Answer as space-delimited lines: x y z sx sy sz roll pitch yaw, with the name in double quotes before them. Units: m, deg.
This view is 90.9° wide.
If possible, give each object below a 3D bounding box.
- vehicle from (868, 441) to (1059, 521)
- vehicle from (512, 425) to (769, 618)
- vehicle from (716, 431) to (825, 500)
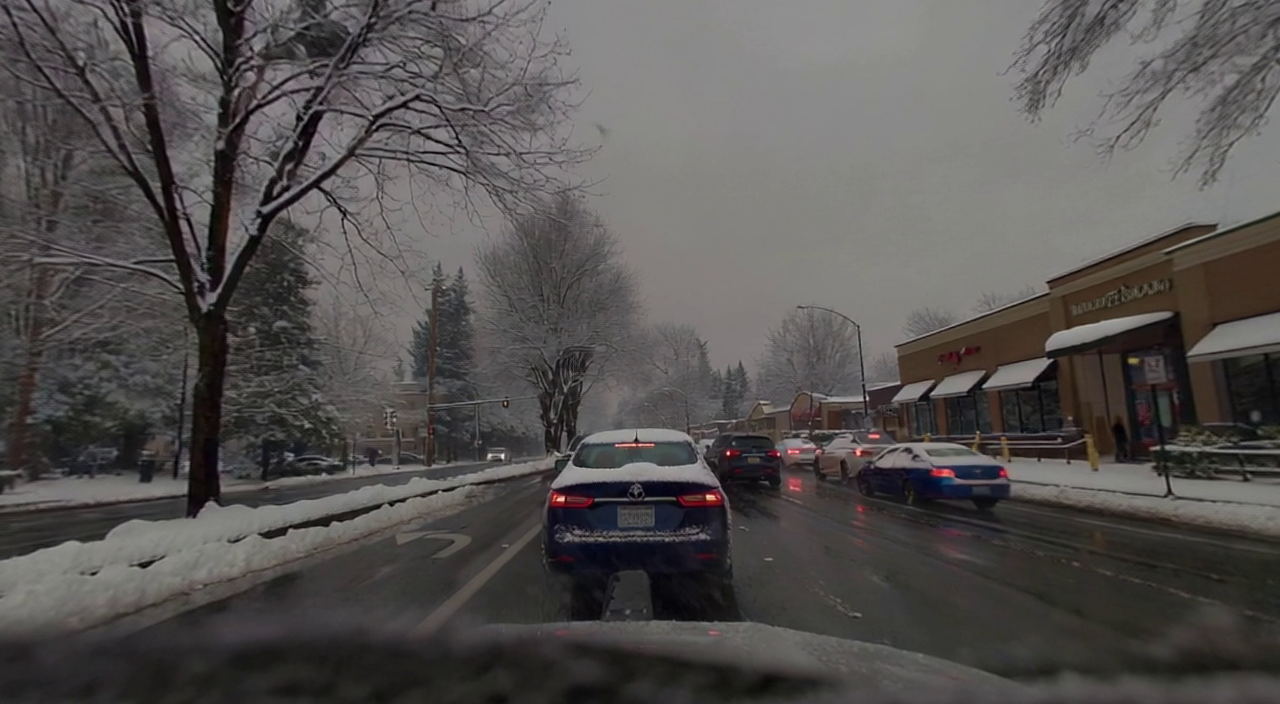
"vehicle" 6.872 2.751 14.063 1.911 1.468 4.417 0 -8 0
"vehicle" -0.024 1.626 7.105 1.977 1.465 4.376 0 -8 -1
"vehicle" 3.610 3.221 18.391 2.114 1.736 4.553 0 -8 -1
